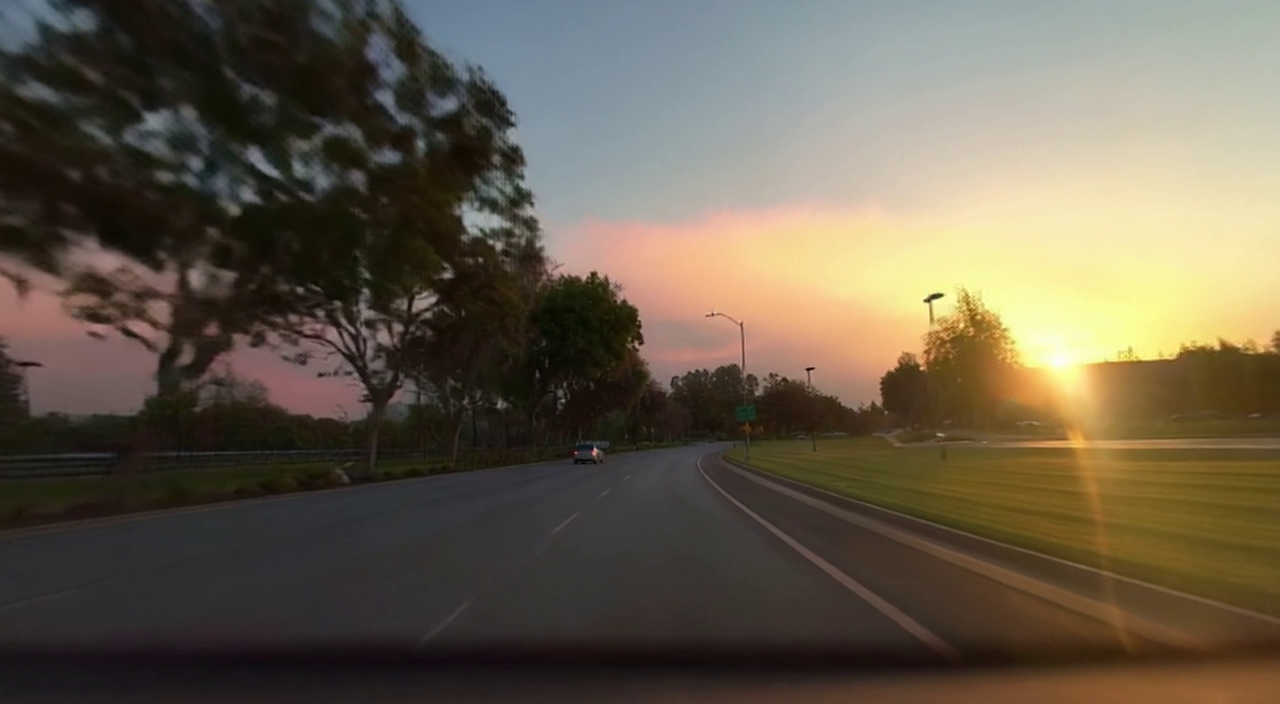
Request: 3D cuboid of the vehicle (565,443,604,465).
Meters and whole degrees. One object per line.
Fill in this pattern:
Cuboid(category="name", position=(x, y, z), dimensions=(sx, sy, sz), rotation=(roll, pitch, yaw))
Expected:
Cuboid(category="vehicle", position=(-3.908, 7.285, 45.156), dimensions=(1.945, 1.461, 4.605), rotation=(-1, -8, 6))
